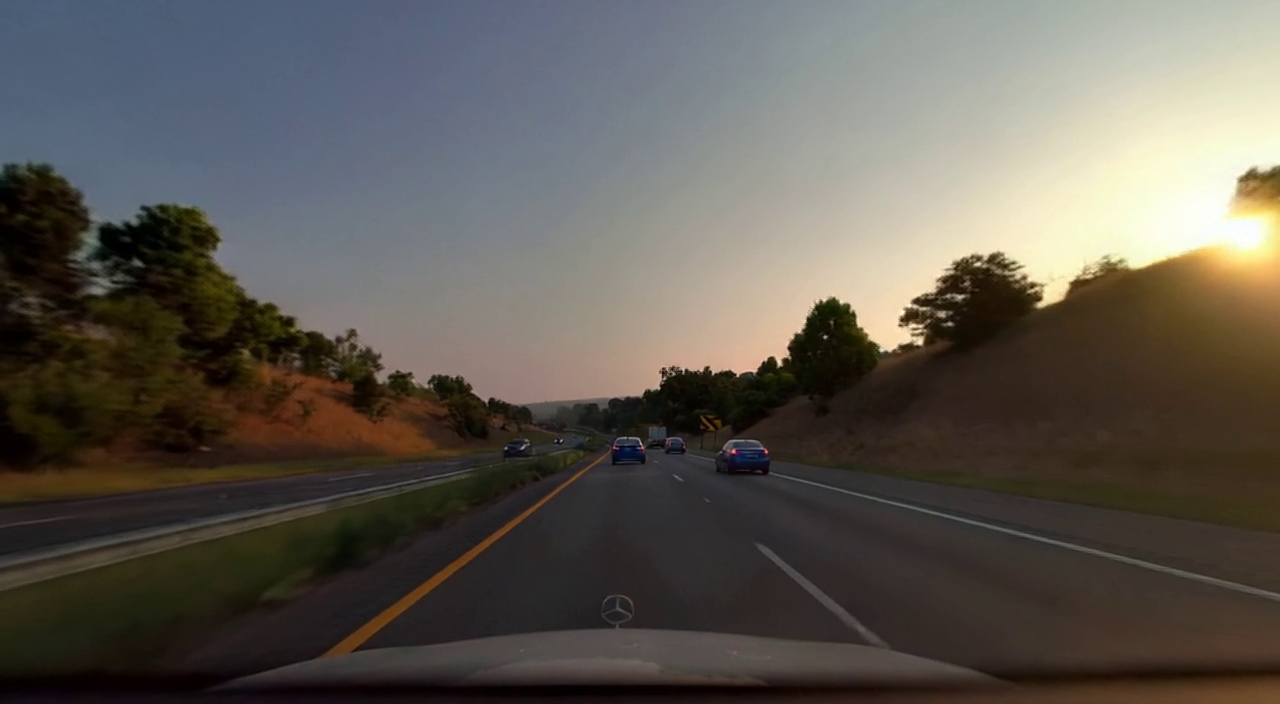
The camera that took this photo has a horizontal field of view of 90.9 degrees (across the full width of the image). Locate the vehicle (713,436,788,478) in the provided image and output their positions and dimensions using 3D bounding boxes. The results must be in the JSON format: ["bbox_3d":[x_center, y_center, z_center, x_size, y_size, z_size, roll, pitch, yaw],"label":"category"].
[{"bbox_3d":[4.288,4.126,25.231,2.066,1.526,4.216,0,-8,-3],"label":"vehicle"}]

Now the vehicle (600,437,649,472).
[{"bbox_3d":[-0.695,4.716,29.318,2.143,1.466,3.693,0,-8,-1],"label":"vehicle"}]
